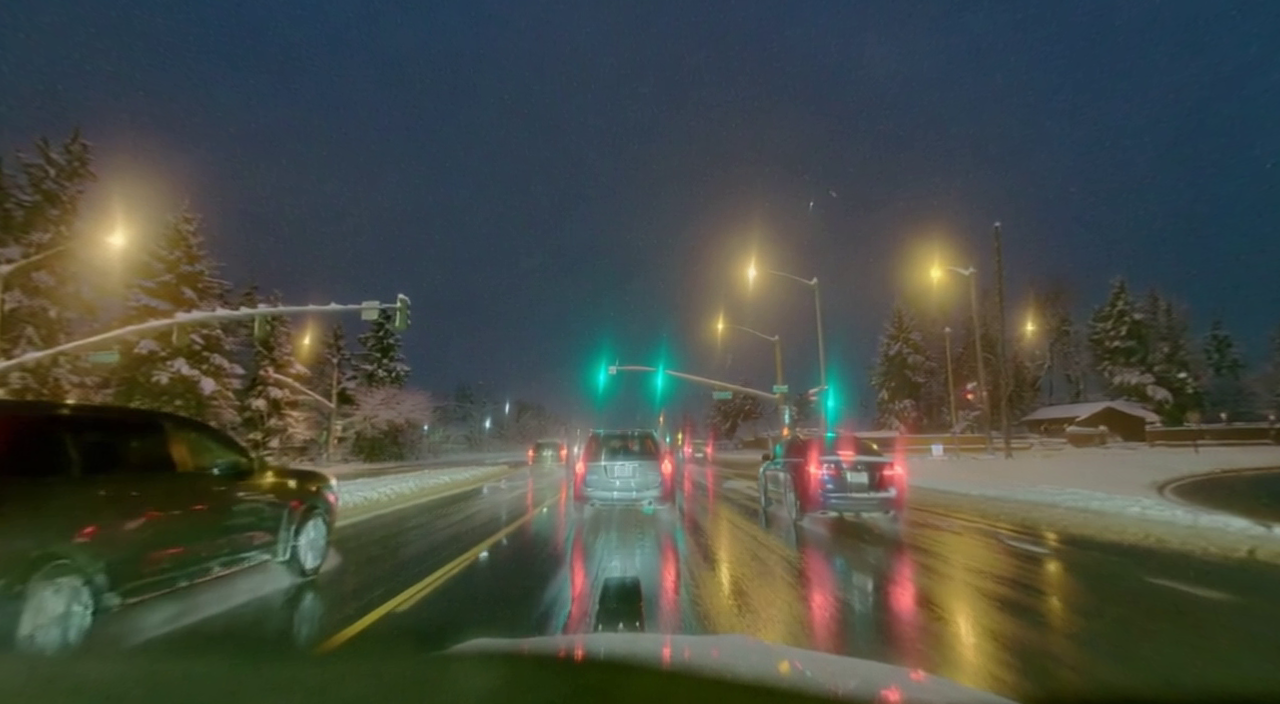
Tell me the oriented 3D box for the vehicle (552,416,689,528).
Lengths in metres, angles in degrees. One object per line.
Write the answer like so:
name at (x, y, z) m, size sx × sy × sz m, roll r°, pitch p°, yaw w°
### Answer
vehicle at (-0.337, 2.198, 12.075) m, size 2.150 × 1.725 × 4.096 m, roll 0°, pitch -8°, yaw -1°

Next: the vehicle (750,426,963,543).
vehicle at (3.267, 2.077, 10.548) m, size 2.068 × 1.541 × 4.041 m, roll 0°, pitch -8°, yaw 0°

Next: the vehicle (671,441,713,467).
vehicle at (3.100, 6.223, 38.752) m, size 2.171 × 1.469 × 4.420 m, roll 0°, pitch -8°, yaw 0°

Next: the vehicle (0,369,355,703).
vehicle at (-3.807, 1.104, 4.284) m, size 1.823 × 1.602 × 4.061 m, roll 0°, pitch -8°, yaw 0°
